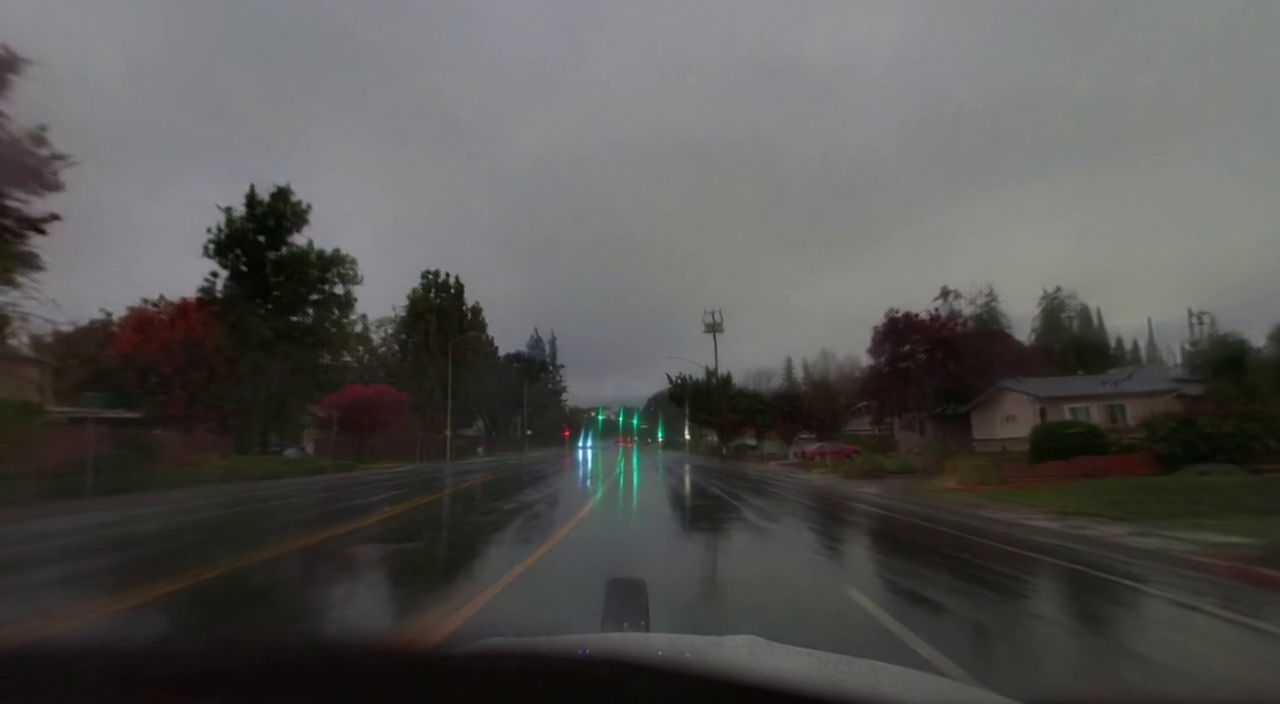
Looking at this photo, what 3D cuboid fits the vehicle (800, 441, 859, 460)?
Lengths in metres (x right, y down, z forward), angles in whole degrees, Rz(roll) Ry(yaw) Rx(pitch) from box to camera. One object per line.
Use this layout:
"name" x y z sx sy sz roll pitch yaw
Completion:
"vehicle" 14.723 7.650 49.037 4.253 1.397 1.717 -3 -9 17

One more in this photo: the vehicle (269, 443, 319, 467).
"vehicle" -25.051 7.490 45.825 1.958 1.668 4.701 3 -9 -14
